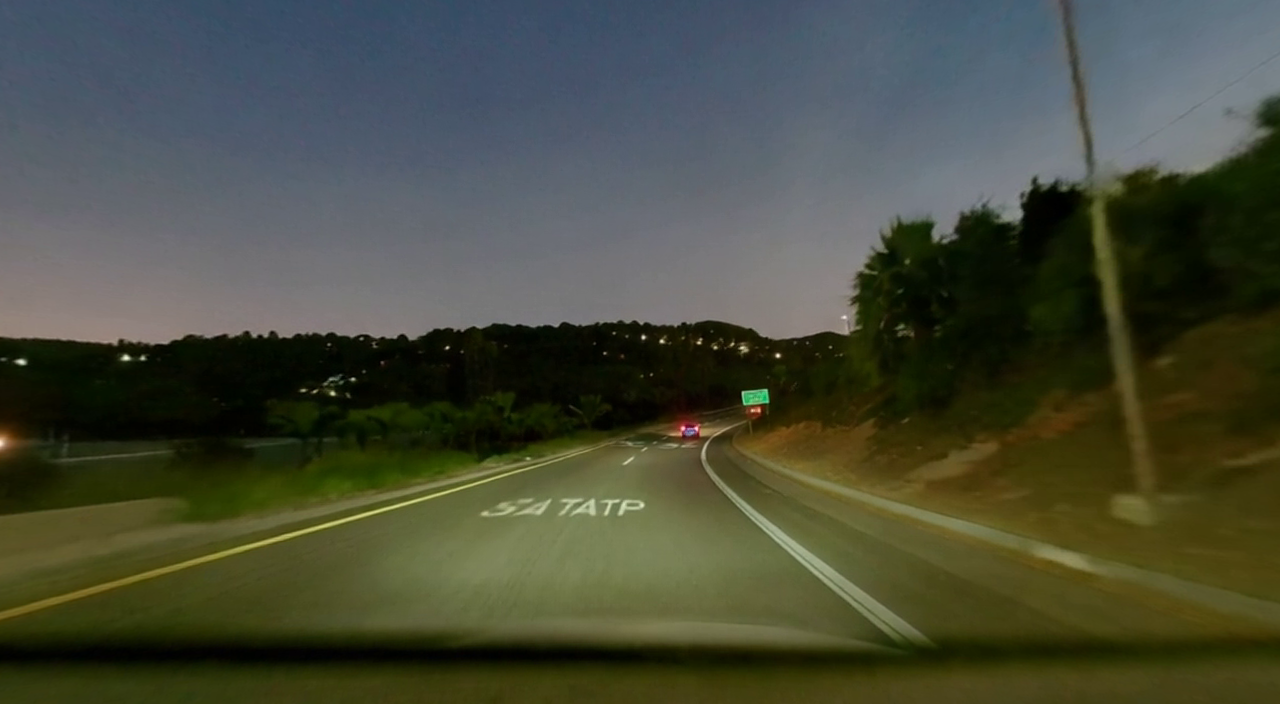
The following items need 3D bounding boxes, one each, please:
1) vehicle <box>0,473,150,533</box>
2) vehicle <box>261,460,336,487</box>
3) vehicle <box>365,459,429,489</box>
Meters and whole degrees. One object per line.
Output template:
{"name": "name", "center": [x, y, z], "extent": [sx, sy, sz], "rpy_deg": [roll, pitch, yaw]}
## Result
{"name": "vehicle", "center": [-20.060, 5.218, 22.289], "extent": [1.956, 1.716, 4.330], "rpy_deg": [-1, -9, 2]}
{"name": "vehicle", "center": [-24.695, 8.785, 46.008], "extent": [2.281, 1.759, 5.531], "rpy_deg": [0, -8, 1]}
{"name": "vehicle", "center": [-15.694, 7.887, 41.144], "extent": [2.227, 1.760, 4.507], "rpy_deg": [-1, -8, 2]}
